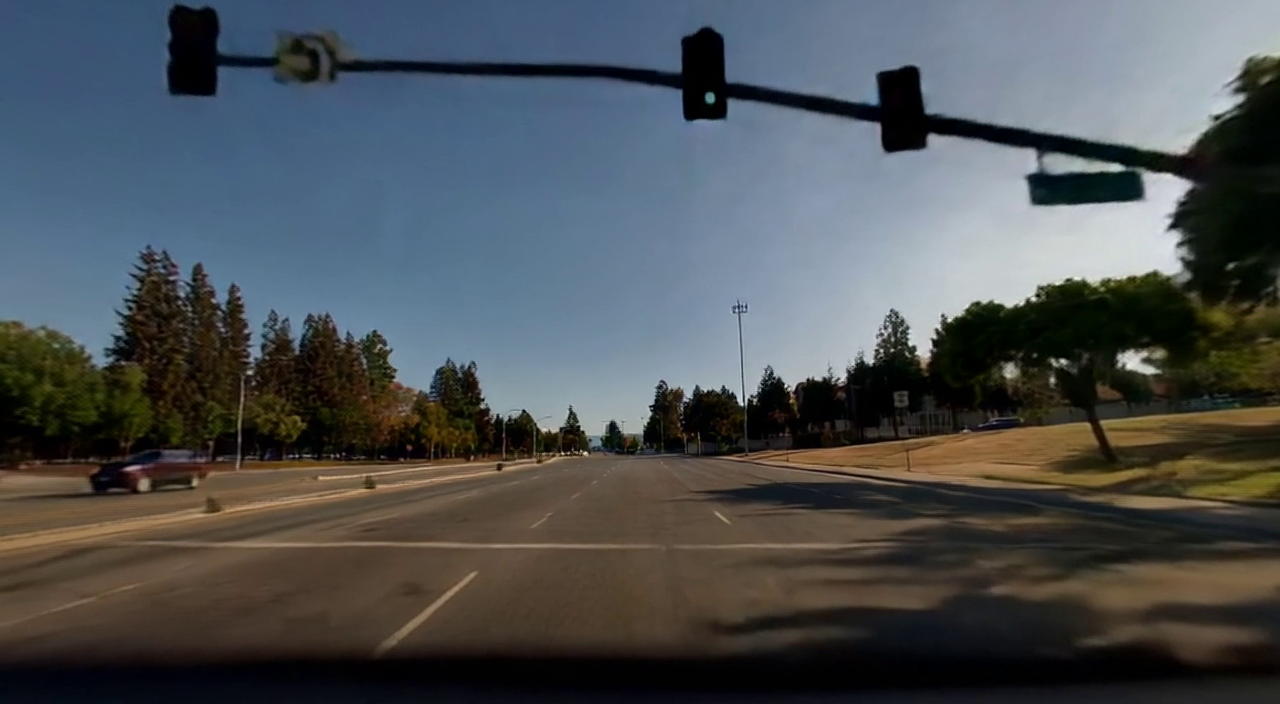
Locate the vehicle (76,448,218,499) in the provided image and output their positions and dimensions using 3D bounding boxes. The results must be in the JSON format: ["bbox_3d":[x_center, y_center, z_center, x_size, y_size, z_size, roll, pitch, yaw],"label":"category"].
[{"bbox_3d":[-18.738,4.594,24.342,1.976,1.704,4.316,0,-8,-1],"label":"vehicle"}]
